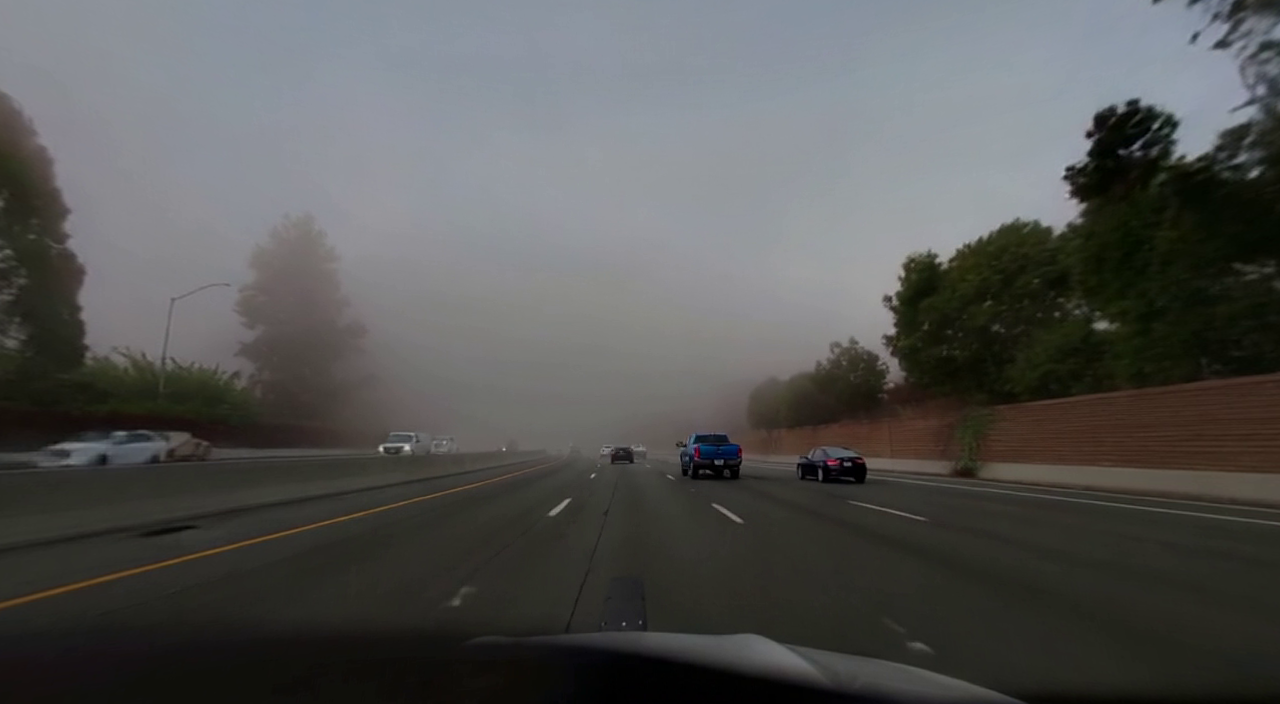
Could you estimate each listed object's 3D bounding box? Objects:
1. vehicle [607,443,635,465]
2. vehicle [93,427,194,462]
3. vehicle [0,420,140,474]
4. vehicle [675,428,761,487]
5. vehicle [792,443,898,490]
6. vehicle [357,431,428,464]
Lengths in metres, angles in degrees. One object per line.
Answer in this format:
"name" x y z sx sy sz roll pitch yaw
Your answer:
"vehicle" -1.537 7.919 49.115 2.050 1.607 3.821 0 -8 -4
"vehicle" -32.599 6.112 41.659 2.194 2.133 5.403 0 -8 1
"vehicle" -22.220 3.665 24.354 2.101 1.868 4.631 0 -8 -2
"vehicle" 2.794 3.983 24.172 2.374 1.952 5.431 0 -8 -2
"vehicle" 7.193 4.058 22.808 1.976 1.485 4.925 0 -8 -3
"vehicle" -15.234 5.940 39.297 2.330 1.837 5.815 0 -8 -3
